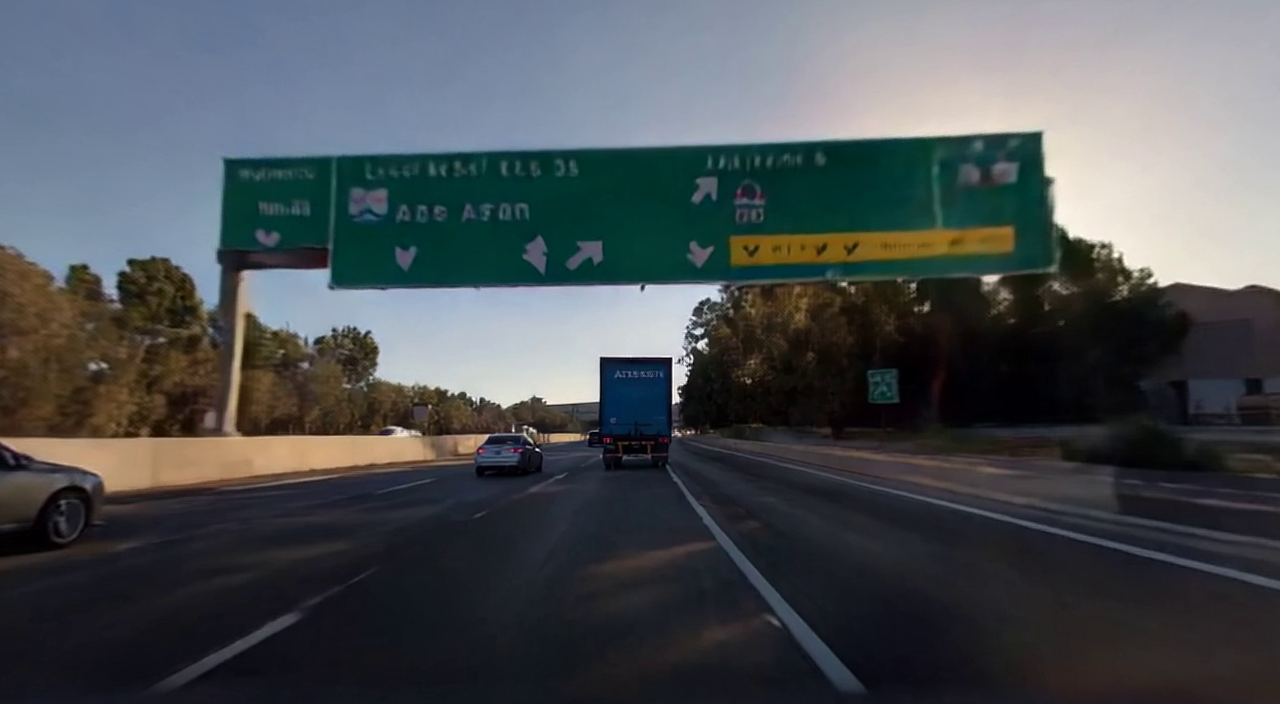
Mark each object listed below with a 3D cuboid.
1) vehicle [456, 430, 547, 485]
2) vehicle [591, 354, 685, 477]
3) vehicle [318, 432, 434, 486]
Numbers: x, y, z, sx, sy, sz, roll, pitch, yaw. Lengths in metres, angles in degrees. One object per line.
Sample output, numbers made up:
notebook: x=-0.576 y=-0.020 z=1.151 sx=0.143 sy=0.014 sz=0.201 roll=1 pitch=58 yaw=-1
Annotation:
vehicle: x=-4.110 y=3.176 z=19.321 sx=1.933 sy=1.492 sz=3.838 roll=0 pitch=-8 yaw=0
vehicle: x=-0.228 y=2.810 z=26.415 sx=3.118 sy=4.106 sz=10.719 roll=0 pitch=-8 yaw=-2
vehicle: x=-8.121 y=3.283 z=19.792 sx=1.943 sy=1.500 sz=4.011 roll=0 pitch=-8 yaw=-1
